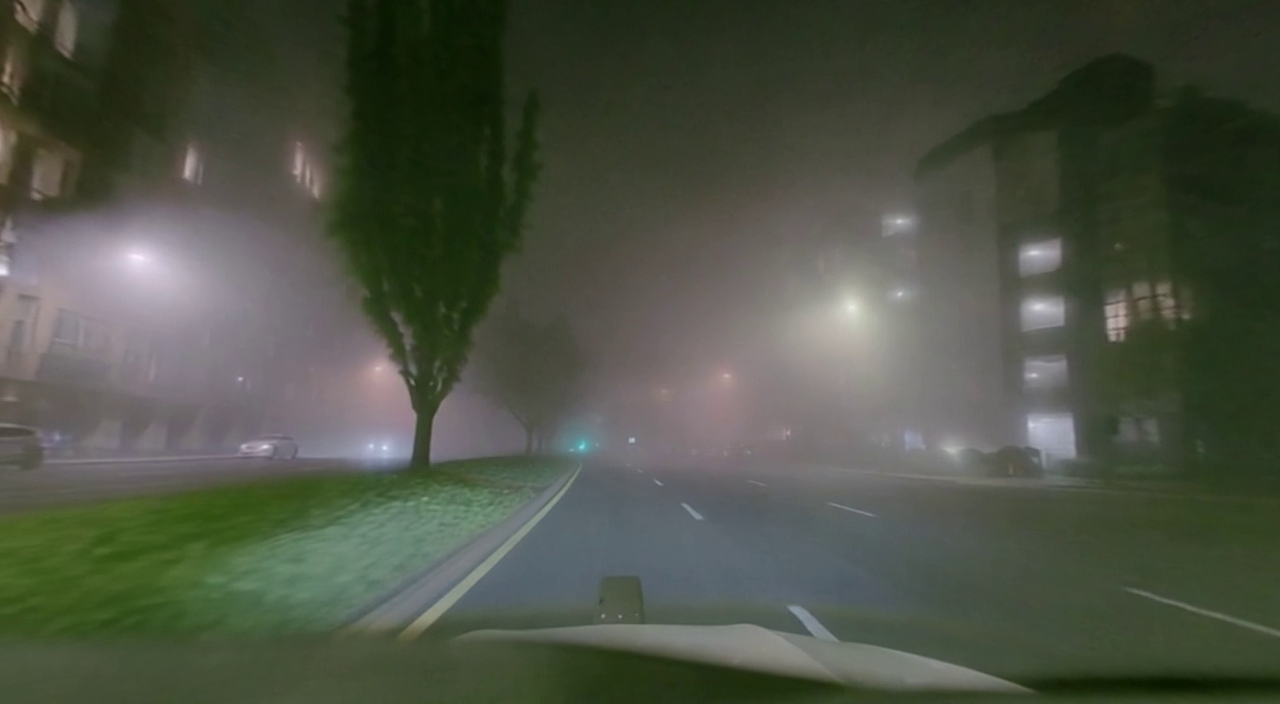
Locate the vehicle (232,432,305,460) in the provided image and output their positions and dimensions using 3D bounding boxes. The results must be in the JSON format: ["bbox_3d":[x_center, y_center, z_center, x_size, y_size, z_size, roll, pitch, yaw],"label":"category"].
[{"bbox_3d":[-20.009,5.094,34.232,1.822,1.453,4.053,1,-9,-6],"label":"vehicle"}]

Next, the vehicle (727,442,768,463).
[{"bbox_3d":[8.129,7.651,48.353,1.907,1.524,4.381,1,-9,-7],"label":"vehicle"}]
